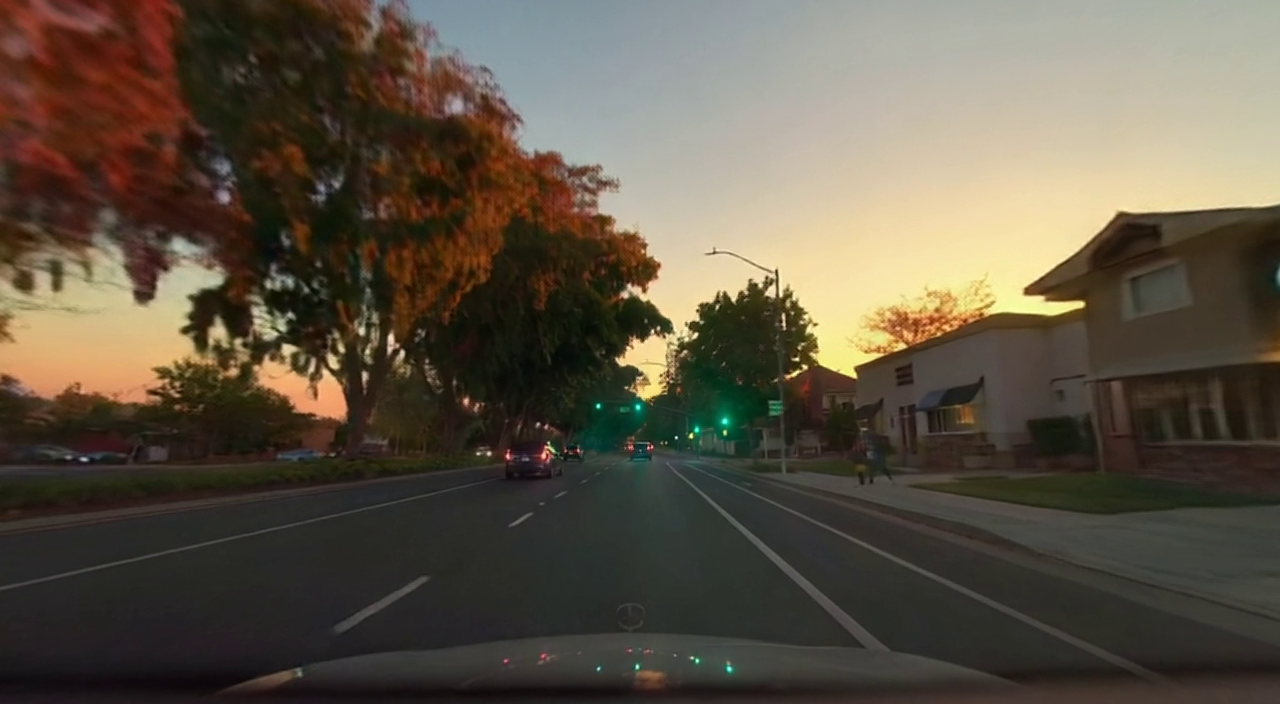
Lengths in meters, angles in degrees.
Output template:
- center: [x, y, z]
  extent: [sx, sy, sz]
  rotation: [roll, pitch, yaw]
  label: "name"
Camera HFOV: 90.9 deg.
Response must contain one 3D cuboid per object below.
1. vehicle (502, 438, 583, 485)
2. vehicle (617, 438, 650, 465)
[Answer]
- center: [-3.278, 3.772, 22.146]
  extent: [2.015, 1.470, 4.458]
  rotation: [0, -8, 1]
  label: "vehicle"
- center: [-0.420, 6.837, 43.442]
  extent: [2.153, 1.764, 4.047]
  rotation: [0, -8, 0]
  label: "vehicle"
